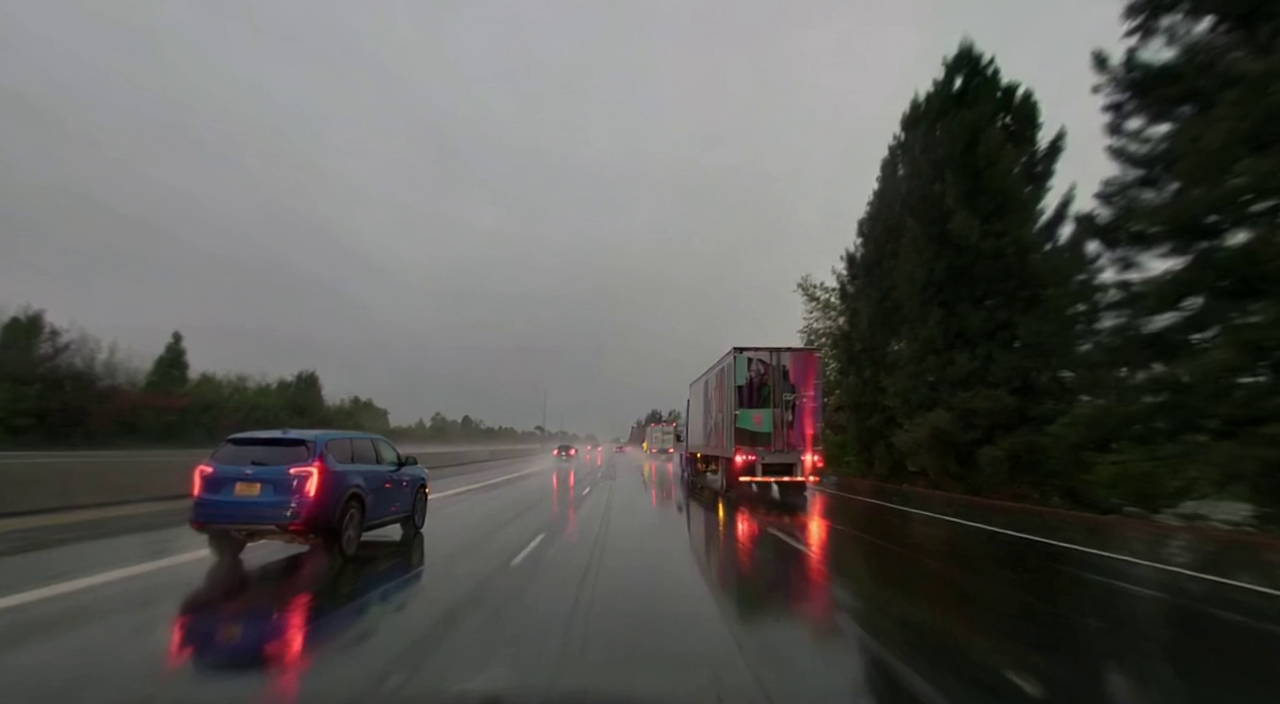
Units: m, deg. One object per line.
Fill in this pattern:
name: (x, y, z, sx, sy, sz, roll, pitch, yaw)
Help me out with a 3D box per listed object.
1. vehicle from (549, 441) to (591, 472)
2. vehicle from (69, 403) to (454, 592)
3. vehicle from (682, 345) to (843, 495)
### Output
vehicle: (-4.234, 6.393, 38.604, 2.139, 1.716, 4.530, 0, -9, -1)
vehicle: (-4.262, 1.728, 8.312, 2.202, 1.760, 4.617, 0, -9, 0)
vehicle: (3.723, 2.854, 23.814, 2.933, 4.016, 13.949, 0, -9, -1)
